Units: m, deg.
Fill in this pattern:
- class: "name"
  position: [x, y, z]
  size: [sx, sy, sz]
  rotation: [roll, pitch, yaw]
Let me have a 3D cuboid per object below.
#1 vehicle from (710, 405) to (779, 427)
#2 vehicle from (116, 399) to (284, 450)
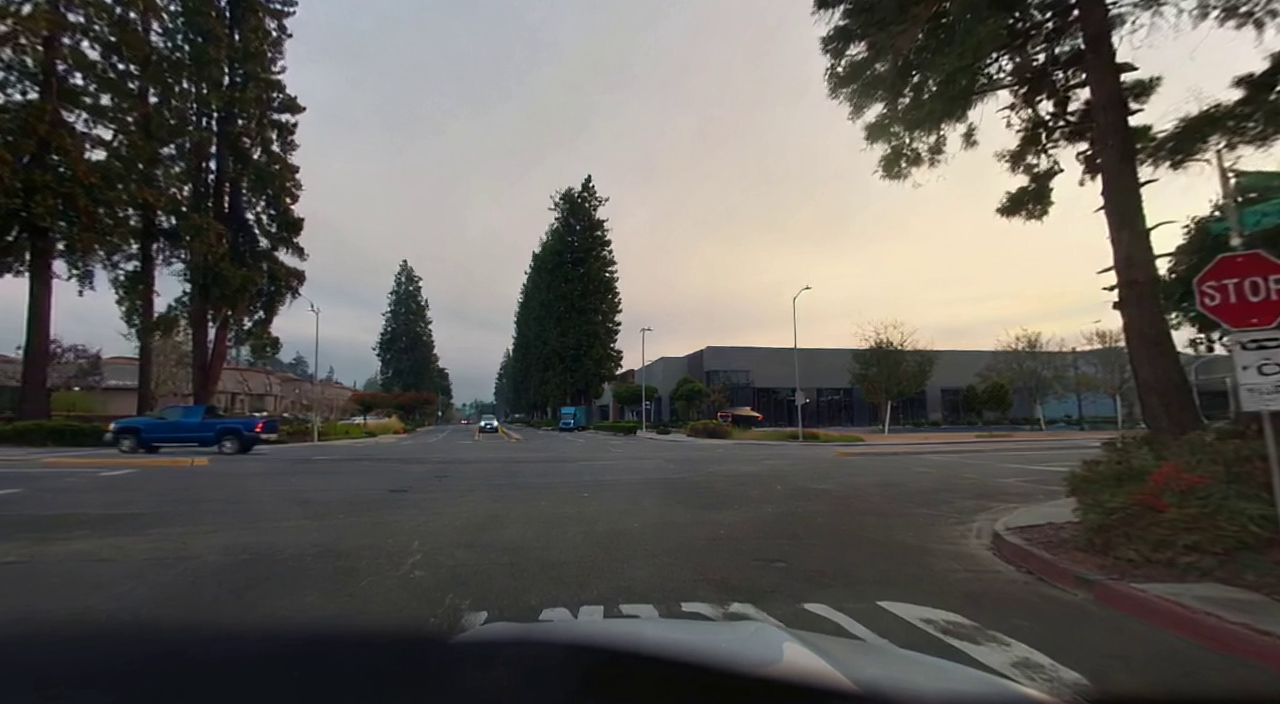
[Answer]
- class: "vehicle"
  position: [7.609, 4.706, 45.866]
  size: [4.674, 1.483, 1.745]
  rotation: [1, -8, -7]
- class: "vehicle"
  position: [-17.340, 2.950, 25.072]
  size: [4.961, 1.876, 2.091]
  rotation: [2, -9, -15]
